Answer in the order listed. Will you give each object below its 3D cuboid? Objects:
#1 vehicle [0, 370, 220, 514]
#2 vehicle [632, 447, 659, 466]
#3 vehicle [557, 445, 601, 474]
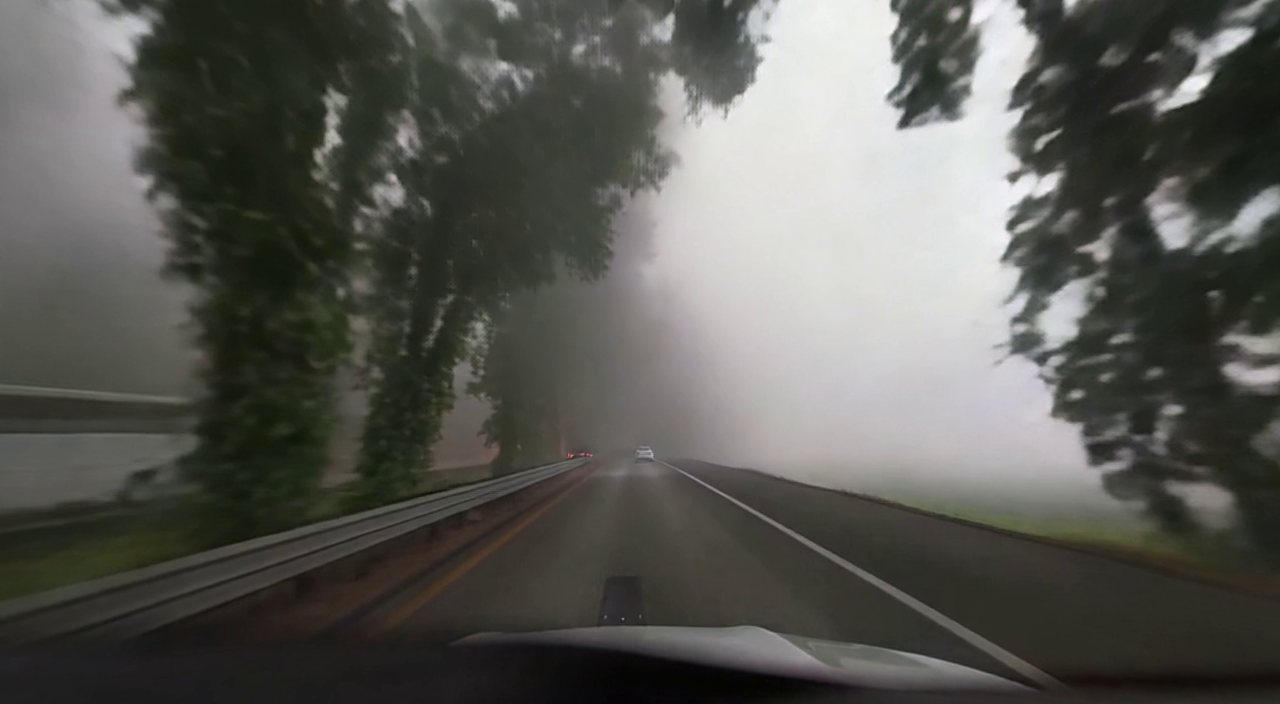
[{"bbox_3d":[-19.103,2.786,19.298,2.881,3.904,14.146,0,-9,-1],"label":"vehicle"},{"bbox_3d":[0.391,7.966,48.109,1.989,1.402,3.831,0,-9,-1],"label":"vehicle"},{"bbox_3d":[-3.332,5.972,35.314,2.112,1.498,4.117,0,-9,-1],"label":"vehicle"}]
